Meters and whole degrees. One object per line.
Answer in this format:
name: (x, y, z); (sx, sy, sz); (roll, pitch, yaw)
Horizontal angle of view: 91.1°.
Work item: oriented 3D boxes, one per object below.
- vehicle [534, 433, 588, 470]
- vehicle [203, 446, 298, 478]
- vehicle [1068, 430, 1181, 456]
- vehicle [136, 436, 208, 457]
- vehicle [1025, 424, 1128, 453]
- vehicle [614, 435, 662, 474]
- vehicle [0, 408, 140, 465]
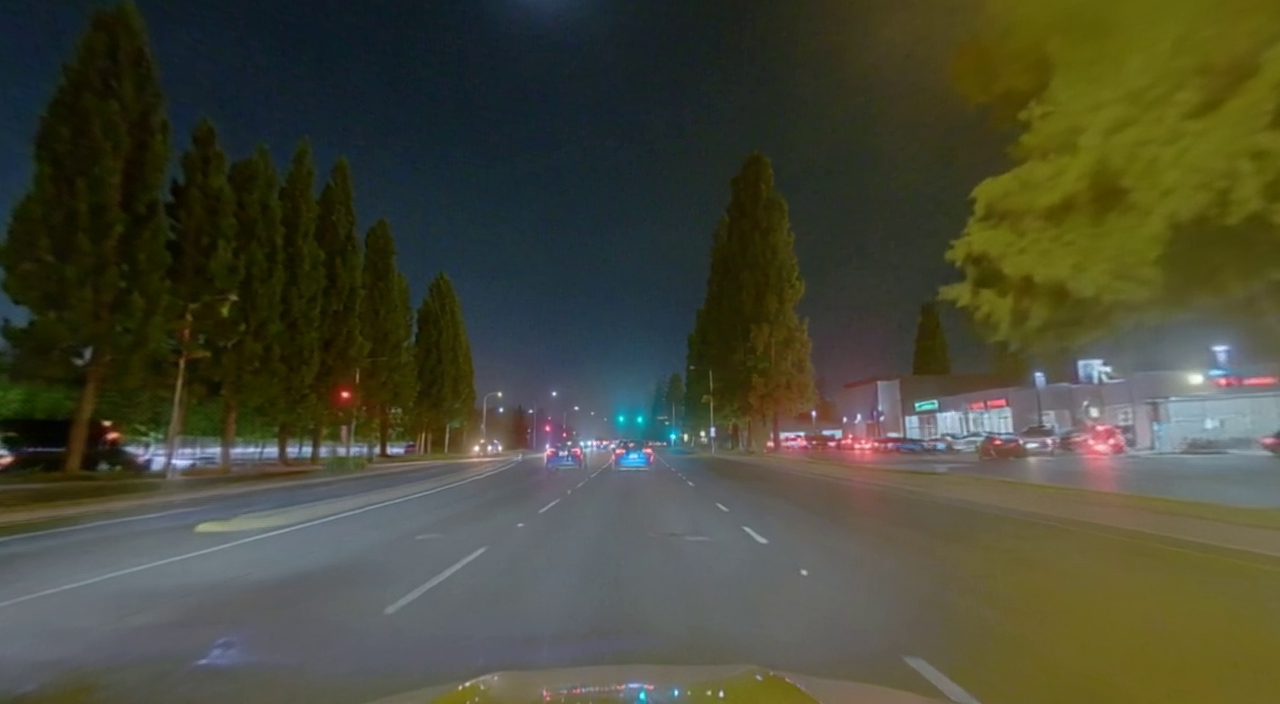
vehicle: (-3.910, 5.017, 31.731); (2.113, 1.713, 4.422); (0, -8, 0)
vehicle: (-19.901, 5.623, 32.343); (1.994, 1.475, 4.521); (0, -8, 0)
vehicle: (30.015, 5.657, 38.973); (5.212, 1.538, 2.086); (0, -8, 1)
vehicle: (-35.872, 7.276, 48.160); (3.993, 1.552, 1.863); (0, -8, 0)
vehicle: (30.399, 6.041, 43.828); (5.405, 1.896, 2.219); (0, -8, 3)
vehicle: (-0.089, 4.606, 28.444); (2.042, 1.641, 4.187); (0, -8, 0)
vehicle: (-35.112, 5.104, 37.743); (7.444, 3.245, 2.697); (0, -8, -2)
